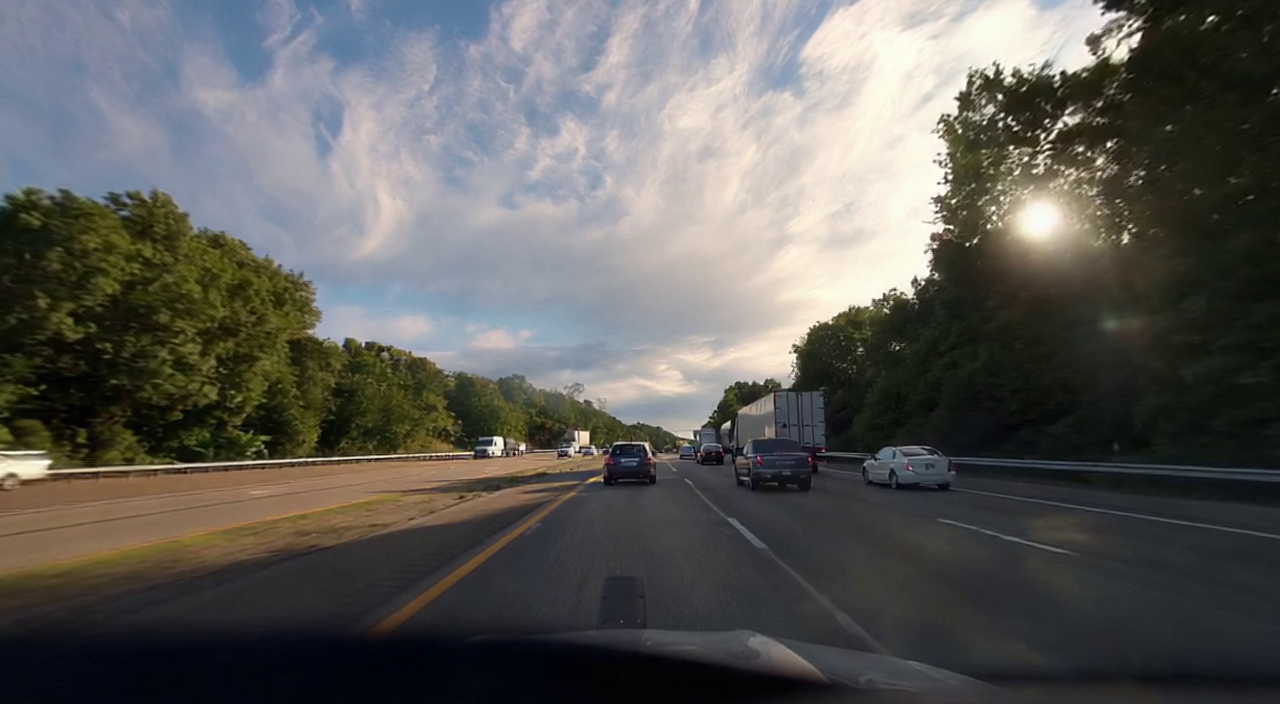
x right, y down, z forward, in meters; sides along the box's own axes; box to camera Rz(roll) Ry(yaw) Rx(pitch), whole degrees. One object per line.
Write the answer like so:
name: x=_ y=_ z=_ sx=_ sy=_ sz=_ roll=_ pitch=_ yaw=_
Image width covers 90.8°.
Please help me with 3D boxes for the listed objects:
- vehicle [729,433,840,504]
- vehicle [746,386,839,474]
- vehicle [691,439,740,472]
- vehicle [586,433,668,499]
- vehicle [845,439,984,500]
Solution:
vehicle: x=3.609 y=2.989 z=16.521 sx=1.920 sy=1.594 sz=3.867 roll=0 pitch=-9 yaw=-1
vehicle: x=7.749 y=4.238 z=33.487 sx=2.823 sy=4.063 sz=8.485 roll=0 pitch=-9 yaw=0
vehicle: x=4.051 y=5.649 z=34.511 sx=2.150 sy=1.632 sz=4.260 roll=0 pitch=-9 yaw=0
vehicle: x=-0.309 y=3.135 z=17.594 sx=2.023 sy=1.618 sz=3.628 roll=0 pitch=-9 yaw=1
vehicle: x=7.406 y=3.198 z=17.548 sx=1.951 sy=1.467 sz=4.173 roll=0 pitch=-9 yaw=0
